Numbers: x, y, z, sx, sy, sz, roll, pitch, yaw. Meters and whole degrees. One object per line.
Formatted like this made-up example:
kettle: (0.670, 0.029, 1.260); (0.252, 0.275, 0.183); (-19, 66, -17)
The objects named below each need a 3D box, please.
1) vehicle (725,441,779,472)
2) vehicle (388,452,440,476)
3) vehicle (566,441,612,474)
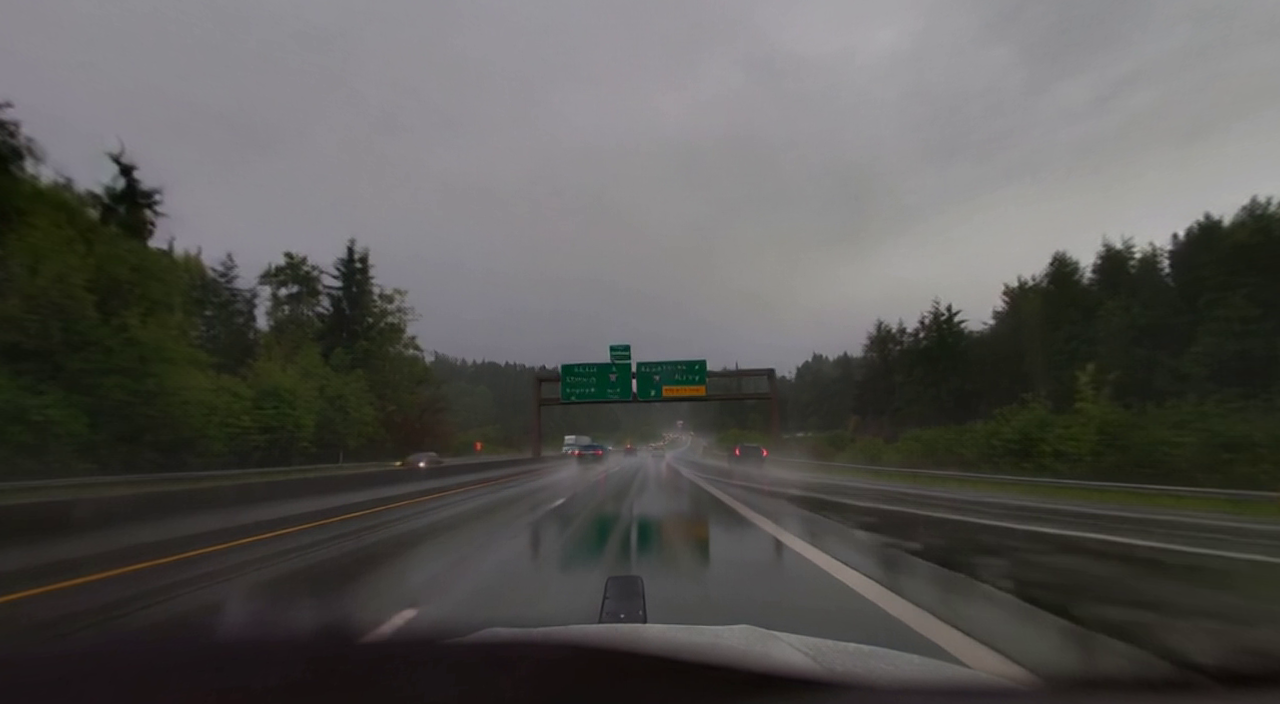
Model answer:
vehicle: (6.279, 5.893, 35.896); (2.021, 1.639, 4.203); (0, -9, -3)
vehicle: (-15.343, 7.621, 43.085); (1.861, 1.466, 4.266); (0, -9, 1)
vehicle: (-2.714, 5.739, 34.498); (2.037, 1.638, 4.274); (0, -9, 1)
